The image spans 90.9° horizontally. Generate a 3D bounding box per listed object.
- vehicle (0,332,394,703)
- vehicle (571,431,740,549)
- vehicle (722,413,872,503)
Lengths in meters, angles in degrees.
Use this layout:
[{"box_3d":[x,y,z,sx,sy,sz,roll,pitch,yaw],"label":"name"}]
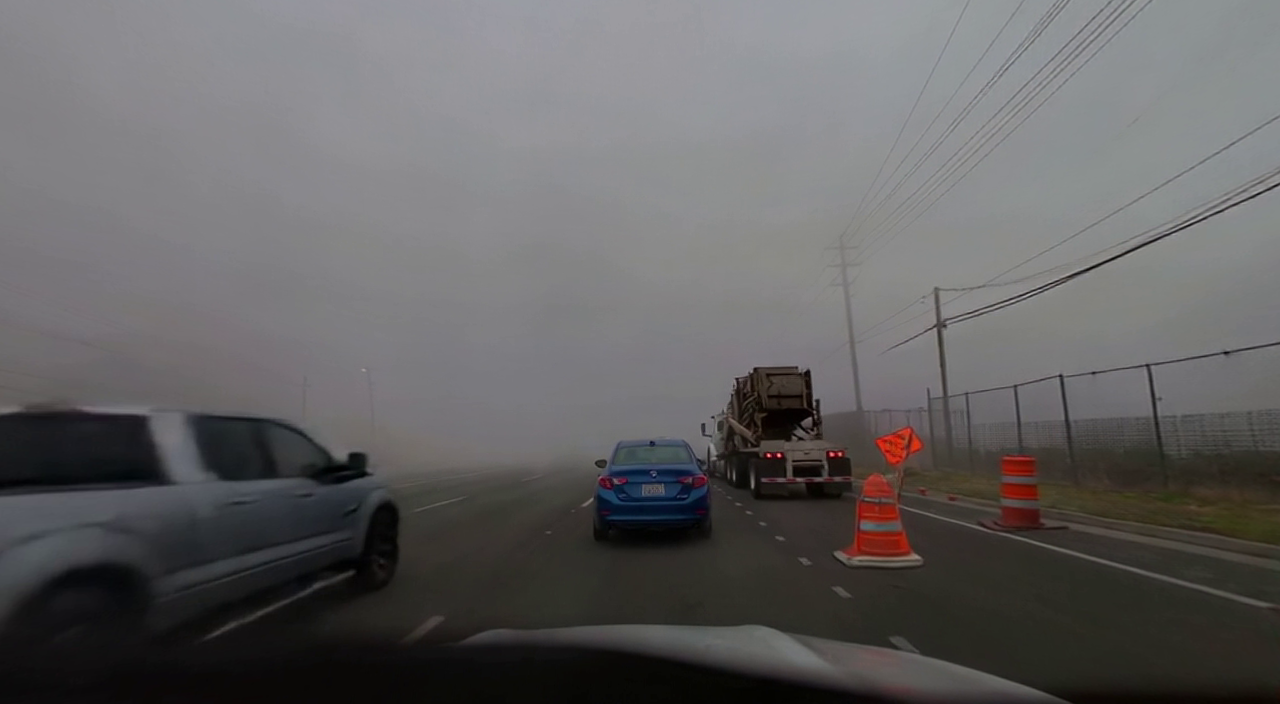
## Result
[{"box_3d":[-3.300,1.010,3.669,1.989,1.729,4.184,0,-8,0],"label":"vehicle"},{"box_3d":[0.212,2.062,10.152,2.128,1.473,4.272,0,-8,1],"label":"vehicle"},{"box_3d":[3.982,2.876,17.497,2.555,2.017,6.201,0,-8,0],"label":"vehicle"}]
